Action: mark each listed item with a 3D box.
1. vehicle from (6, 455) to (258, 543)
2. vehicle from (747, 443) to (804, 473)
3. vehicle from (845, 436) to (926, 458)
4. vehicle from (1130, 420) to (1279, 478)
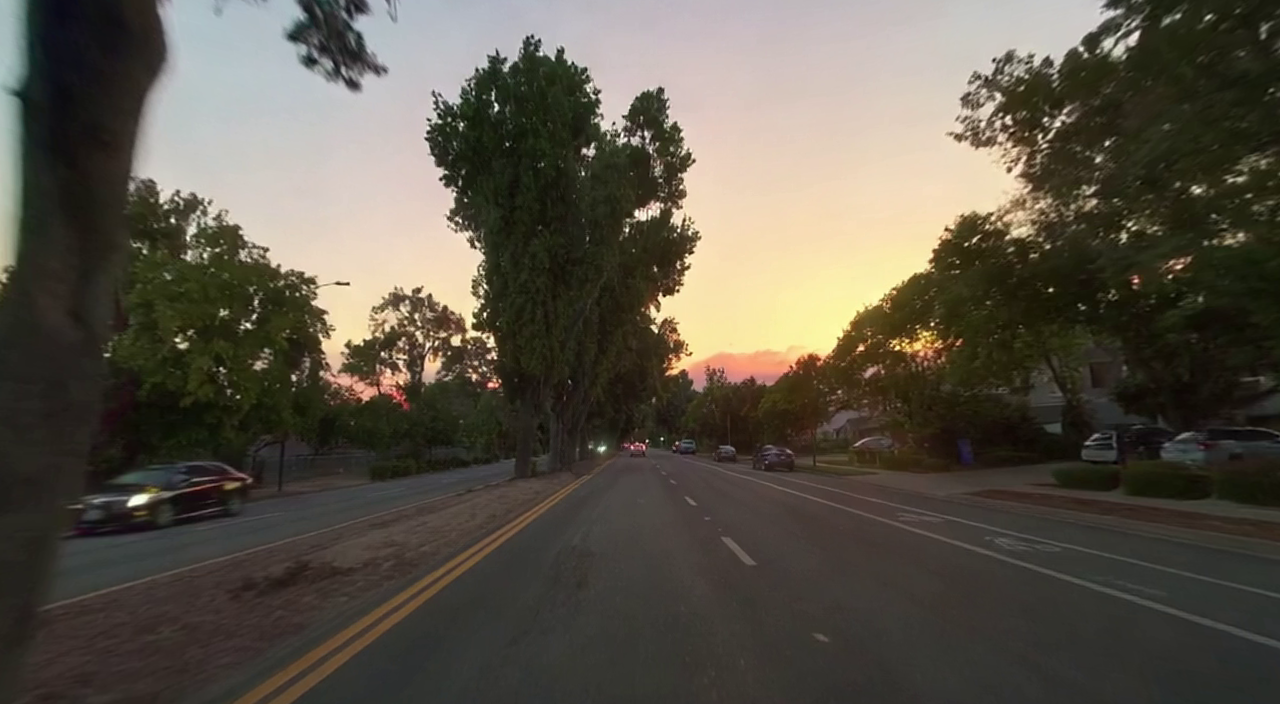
[{"bbox_3d":[-10.705,3.067,13.869,1.913,1.519,4.335,0,-8,0],"label":"vehicle"},{"bbox_3d":[7.148,5.623,33.784,2.010,1.469,4.548,0,-8,0],"label":"vehicle"},{"bbox_3d":[17.524,6.822,45.309,4.793,1.537,2.353,1,-9,-6],"label":"vehicle"},{"bbox_3d":[17.486,2.830,18.526,4.482,1.566,2.034,0,-8,-1],"label":"vehicle"}]
